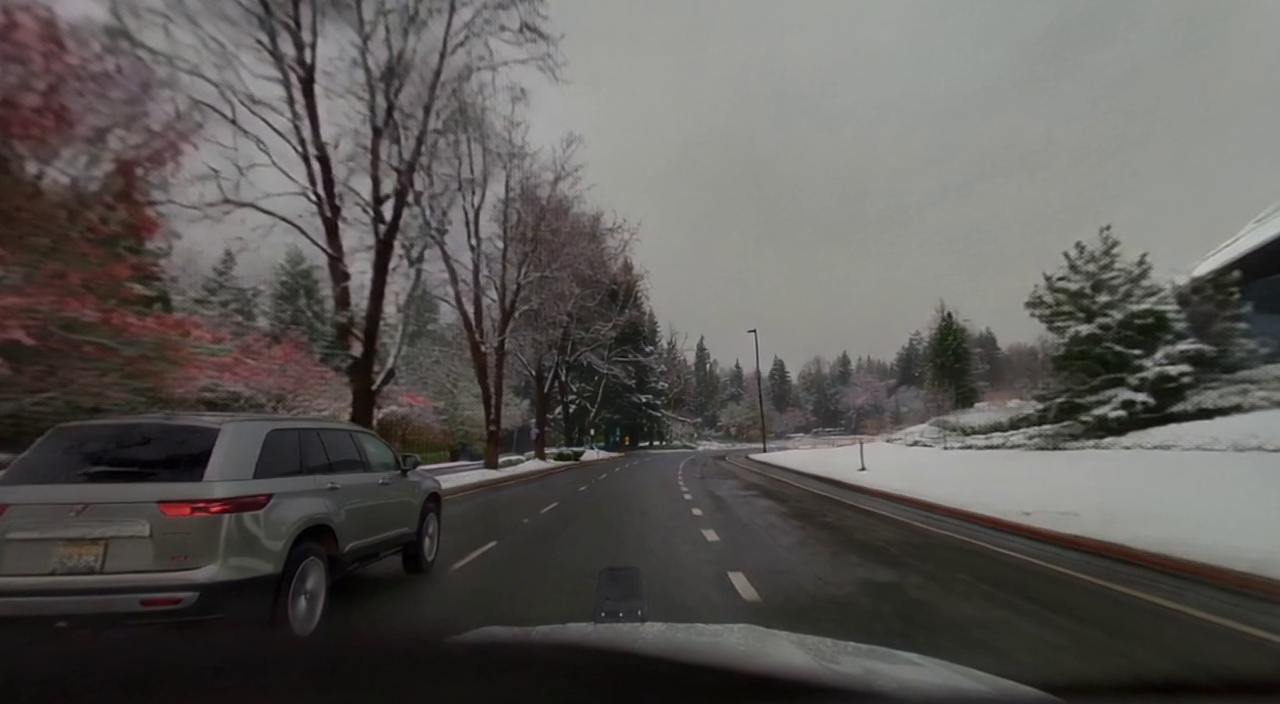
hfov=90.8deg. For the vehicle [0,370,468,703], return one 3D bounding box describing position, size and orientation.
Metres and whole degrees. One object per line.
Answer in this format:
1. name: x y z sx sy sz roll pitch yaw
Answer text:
1. vehicle: -3.120 1.259 5.113 2.067 1.700 4.561 0 -8 1
